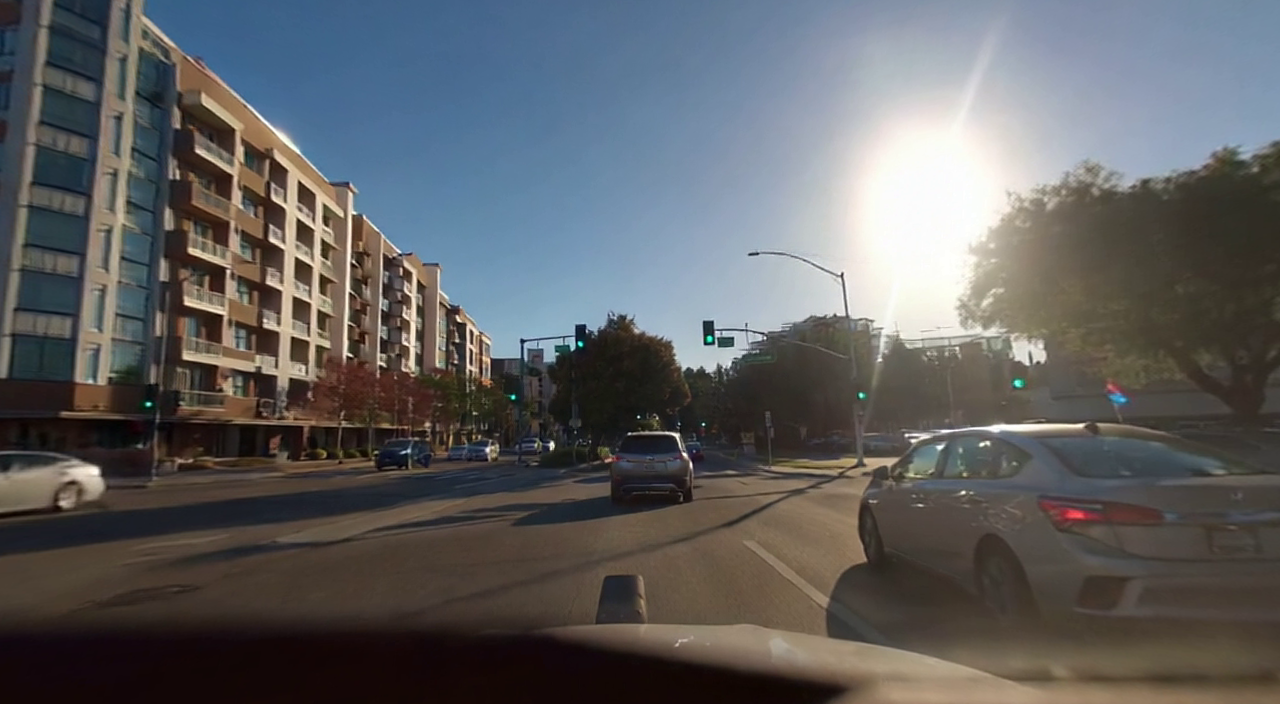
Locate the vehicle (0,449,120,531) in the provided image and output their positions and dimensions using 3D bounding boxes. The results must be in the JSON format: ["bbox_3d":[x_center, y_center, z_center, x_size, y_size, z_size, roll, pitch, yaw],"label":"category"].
[{"bbox_3d":[-13.007,2.685,12.336,1.943,1.487,4.472,0,-8,-1],"label":"vehicle"}]

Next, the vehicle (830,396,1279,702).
[{"bbox_3d":[3.264,1.342,5.500,1.906,1.608,4.137,0,-8,0],"label":"vehicle"}]

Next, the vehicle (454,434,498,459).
[{"bbox_3d":[-12.677,7.334,49.186,2.076,1.836,4.847,0,-8,1],"label":"vehicle"}]

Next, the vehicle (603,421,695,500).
[{"bbox_3d":[0.329,2.989,17.894,2.206,1.858,5.332,-1,-8,3],"label":"vehicle"}]

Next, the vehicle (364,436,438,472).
[{"bbox_3d":[-12.725,5.448,34.045,1.964,1.712,5.236,0,-8,0],"label":"vehicle"}]
